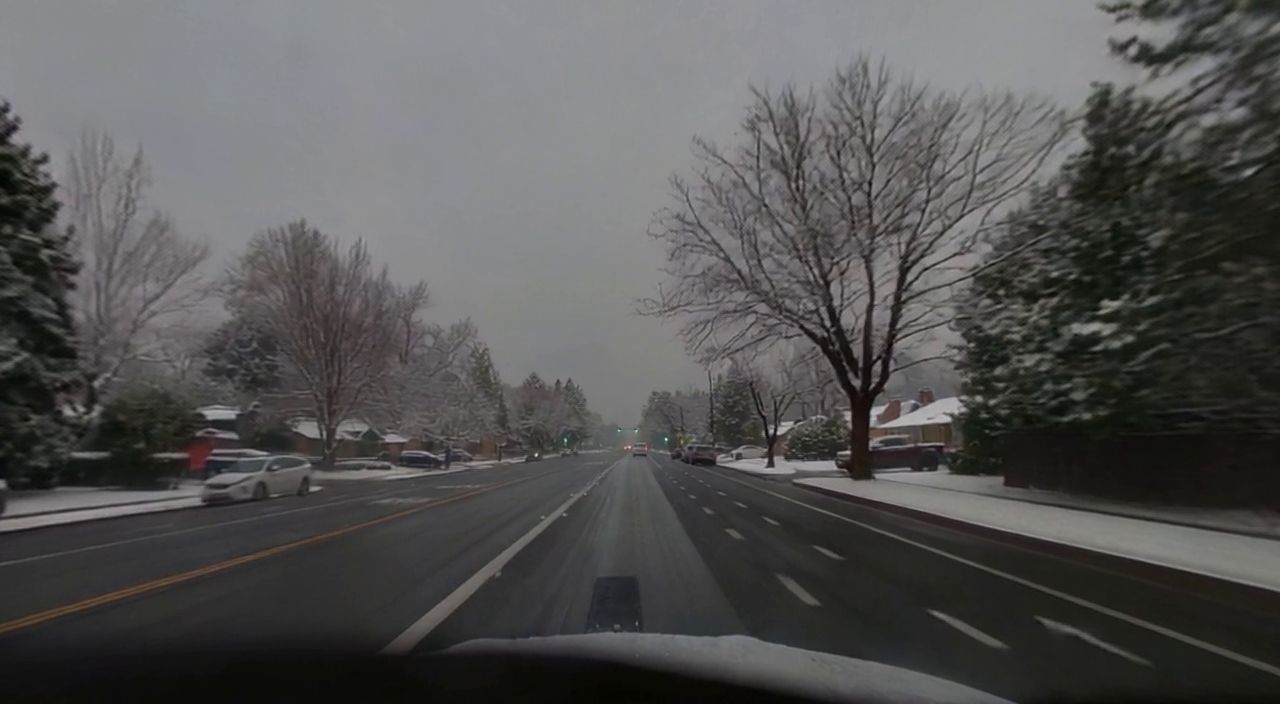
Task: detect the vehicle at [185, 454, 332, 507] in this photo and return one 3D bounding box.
[{"bbox_3d":[-12.145,4.104,20.479,1.888,1.477,4.629,-1,-10,0],"label":"vehicle"}]

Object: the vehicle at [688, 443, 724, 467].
[{"bbox_3d":[5.125,8.073,49.529,2.164,1.729,4.488,0,-9,-2],"label":"vehicle"}]

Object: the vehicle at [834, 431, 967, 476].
[{"bbox_3d":[11.298,4.426,27.576,4.880,1.842,2.069,0,-9,-1],"label":"vehicle"}]
